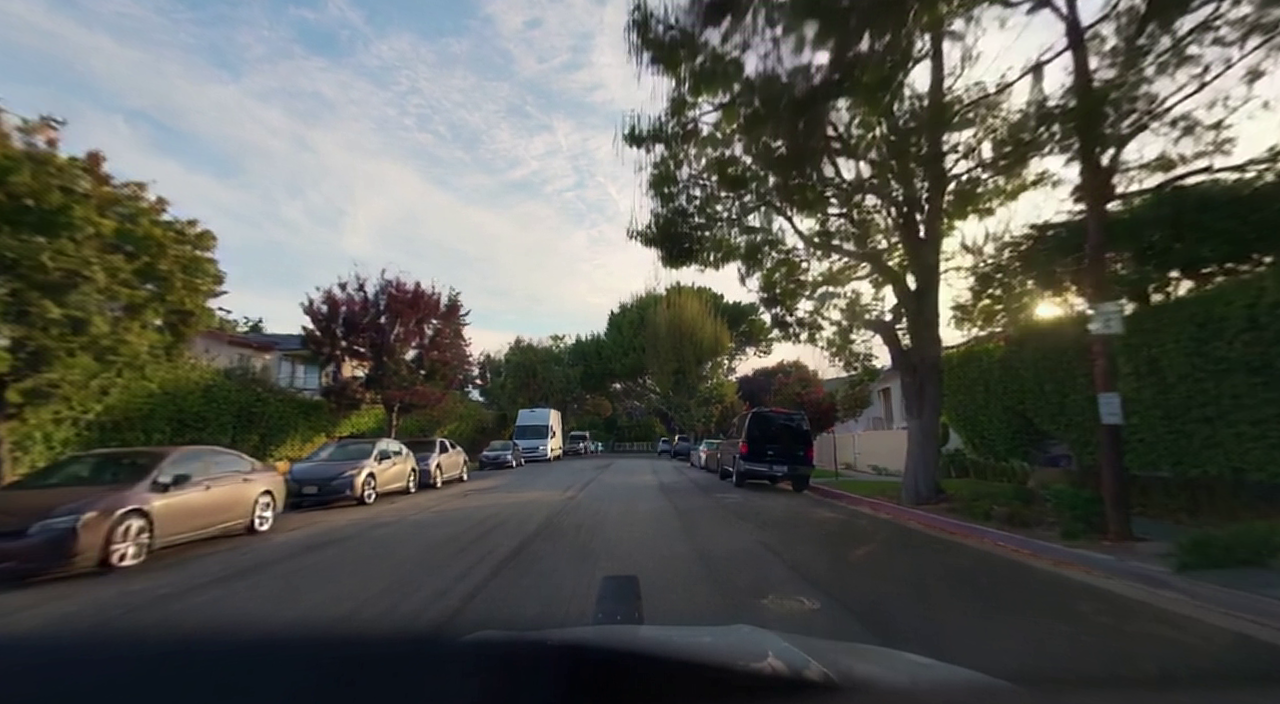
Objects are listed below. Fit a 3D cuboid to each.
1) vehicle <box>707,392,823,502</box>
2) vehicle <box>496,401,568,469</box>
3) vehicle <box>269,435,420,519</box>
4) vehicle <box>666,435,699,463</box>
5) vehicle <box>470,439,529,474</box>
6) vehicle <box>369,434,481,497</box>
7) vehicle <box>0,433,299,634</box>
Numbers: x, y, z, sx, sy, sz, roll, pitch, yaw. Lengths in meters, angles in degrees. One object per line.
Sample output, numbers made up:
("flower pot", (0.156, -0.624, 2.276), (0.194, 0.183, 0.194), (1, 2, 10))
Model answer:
("vehicle", (3.233, 2.550, 17.347), (2.215, 2.542, 4.550), (-1, -7, 0))
("vehicle", (-6.281, 4.980, 37.943), (2.896, 3.648, 8.004), (0, -8, 0))
("vehicle", (-6.279, 2.632, 13.837), (1.758, 1.519, 3.396), (-2, -7, -2))
("vehicle", (2.942, 6.795, 44.406), (1.965, 1.855, 4.677), (0, -8, -1))
("vehicle", (-6.414, 4.791, 29.176), (1.921, 1.470, 4.068), (0, -8, -1))
("vehicle", (-6.193, 3.300, 18.754), (1.818, 1.563, 4.483), (-2, -8, 0))
("vehicle", (-6.292, 1.861, 7.632), (1.901, 1.472, 4.676), (-2, -5, -2))
